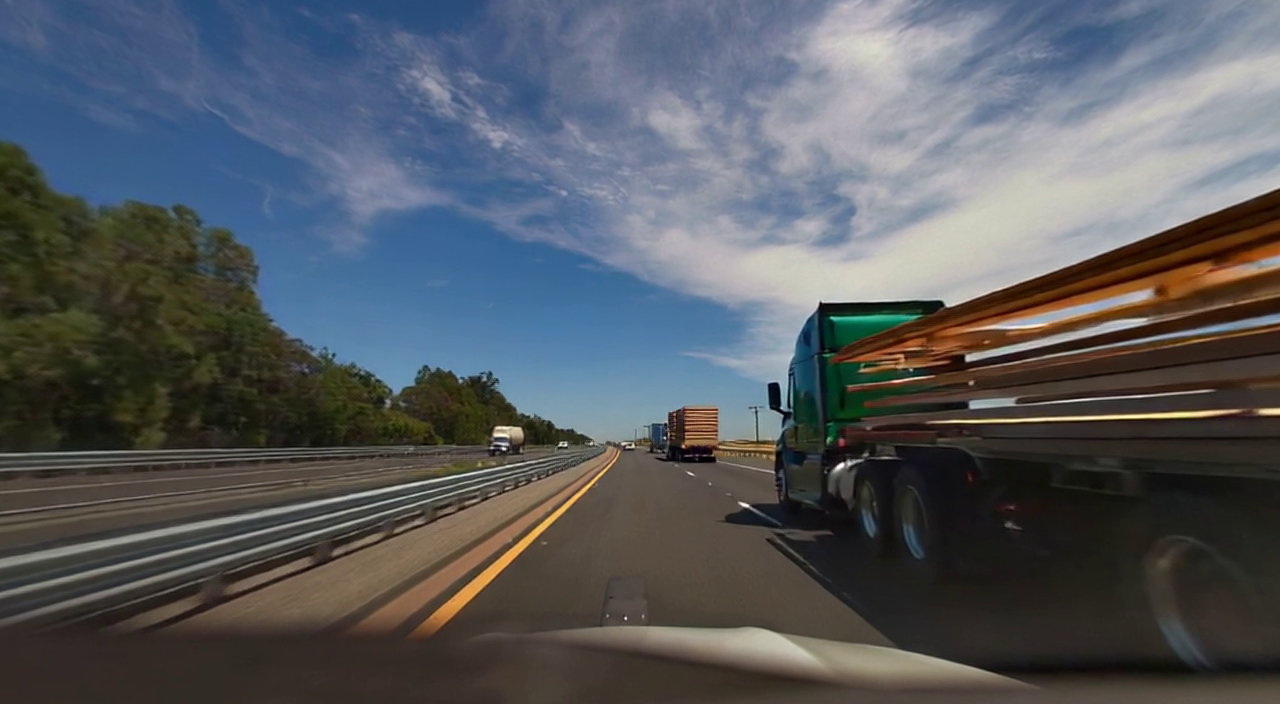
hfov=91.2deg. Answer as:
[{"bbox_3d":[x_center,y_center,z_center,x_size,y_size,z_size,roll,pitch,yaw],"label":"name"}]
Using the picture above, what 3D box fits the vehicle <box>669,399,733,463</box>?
[{"bbox_3d":[3.942,5.720,44.339,3.278,3.788,13.133,0,-8,0],"label":"vehicle"}]
